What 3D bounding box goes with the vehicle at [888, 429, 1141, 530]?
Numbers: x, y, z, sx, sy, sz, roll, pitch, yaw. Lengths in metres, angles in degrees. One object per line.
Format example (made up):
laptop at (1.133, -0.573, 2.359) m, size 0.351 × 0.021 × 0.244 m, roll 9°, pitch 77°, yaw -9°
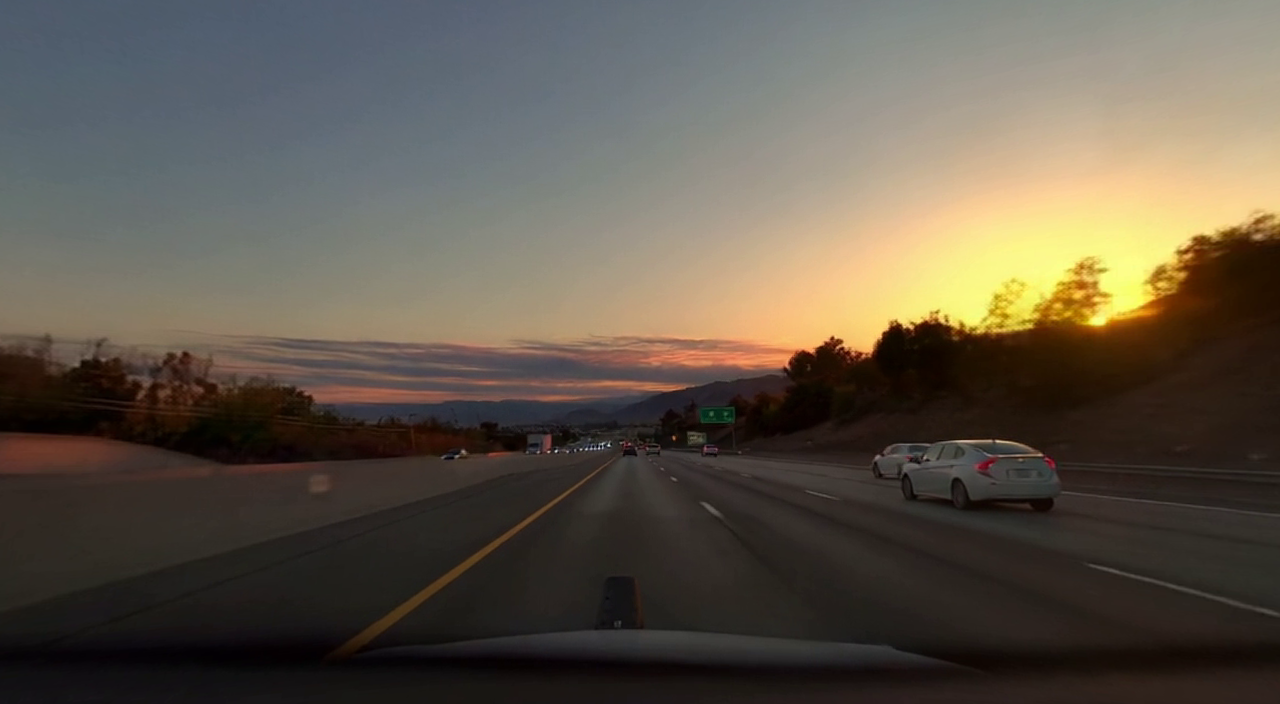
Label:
vehicle at (6.777, 2.344, 12.243) m, size 1.901 × 1.548 × 4.684 m, roll 0°, pitch -9°, yaw -2°
